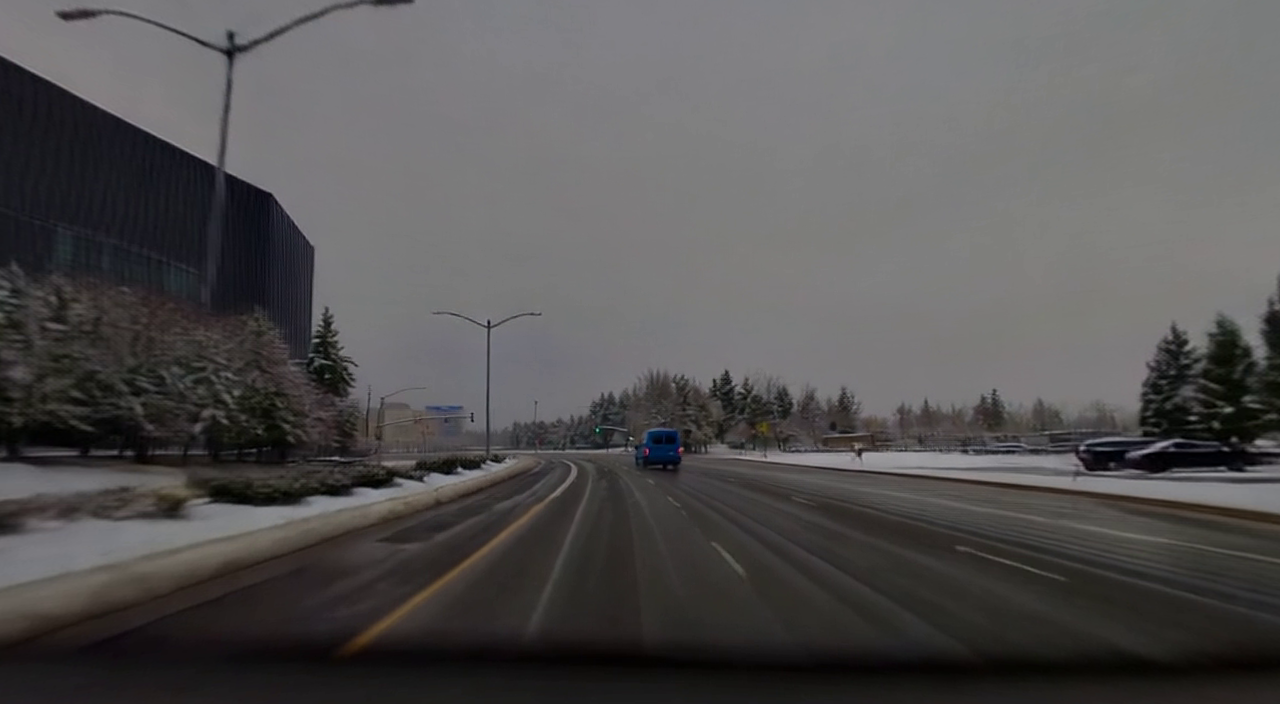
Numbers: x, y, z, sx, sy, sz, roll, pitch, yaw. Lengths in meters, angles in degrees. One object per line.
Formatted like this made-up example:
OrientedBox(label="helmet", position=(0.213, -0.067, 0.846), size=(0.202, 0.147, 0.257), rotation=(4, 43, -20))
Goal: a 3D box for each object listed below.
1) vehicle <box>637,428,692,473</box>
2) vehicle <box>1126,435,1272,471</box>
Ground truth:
OrientedBox(label="vehicle", position=(1.234, 5.354, 34.506), size=(2.339, 2.244, 4.817), rotation=(1, -8, -6))
OrientedBox(label="vehicle", position=(23.867, 4.335, 27.015), size=(4.271, 1.470, 1.940), rotation=(-1, -8, 3))
